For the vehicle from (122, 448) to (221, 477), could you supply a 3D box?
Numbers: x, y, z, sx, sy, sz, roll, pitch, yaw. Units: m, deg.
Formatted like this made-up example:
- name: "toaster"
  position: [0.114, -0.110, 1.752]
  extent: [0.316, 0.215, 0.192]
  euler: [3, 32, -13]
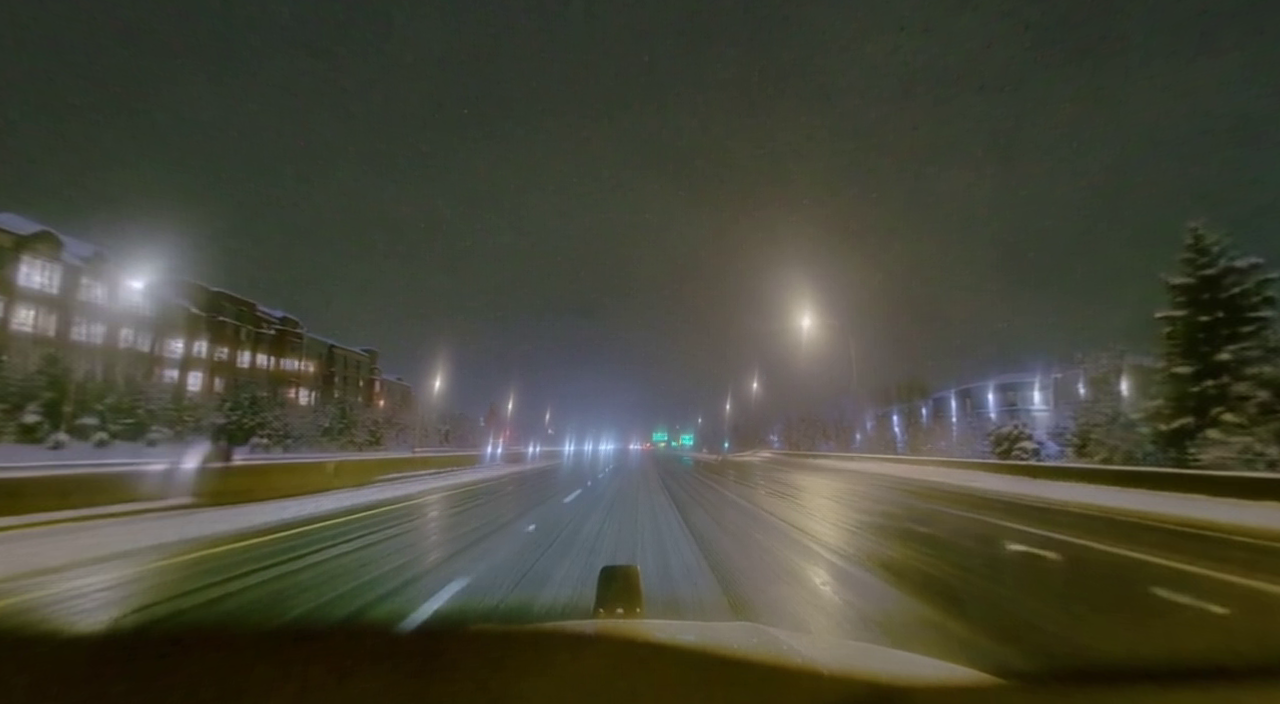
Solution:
- name: "vehicle"
  position: [-26.130, 6.145, 35.363]
  extent: [1.881, 1.496, 4.560]
  euler: [0, -9, 3]
